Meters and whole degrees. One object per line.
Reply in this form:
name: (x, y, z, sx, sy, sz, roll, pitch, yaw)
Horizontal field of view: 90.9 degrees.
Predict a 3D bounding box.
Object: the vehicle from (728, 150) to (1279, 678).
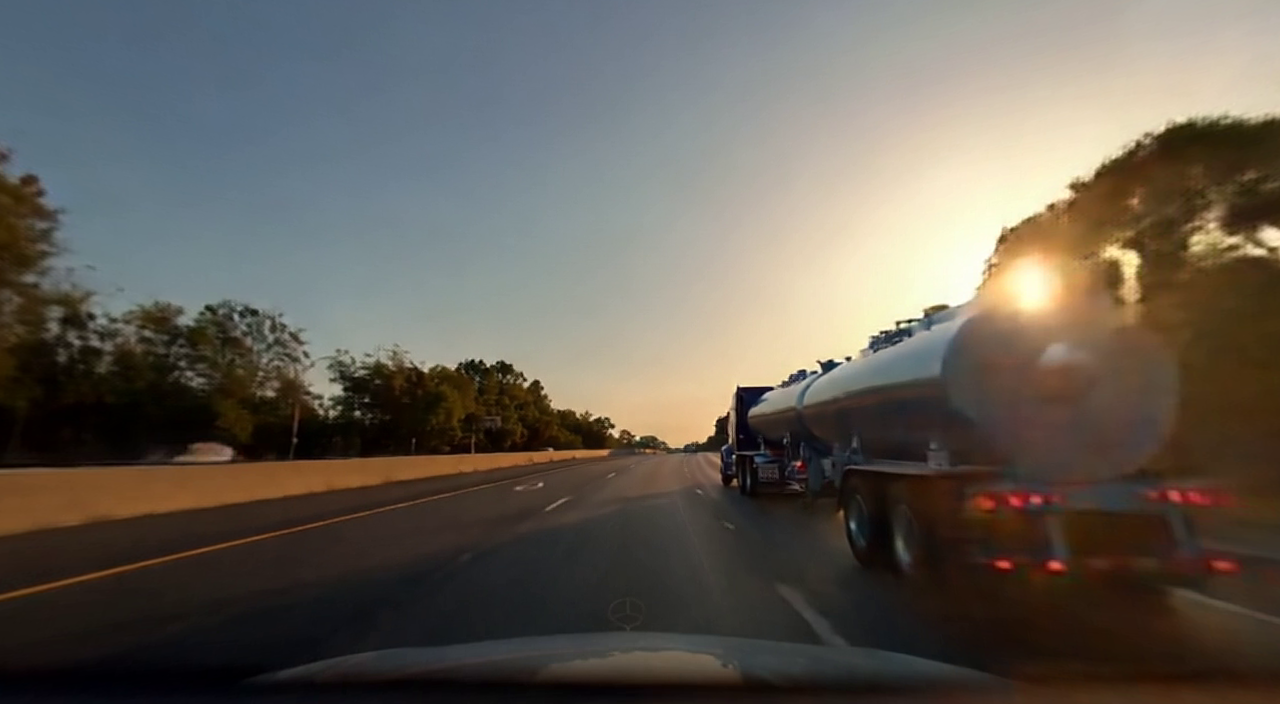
vehicle: (4.017, 1.376, 11.473, 2.880, 3.624, 14.397, 0, -8, 0)
